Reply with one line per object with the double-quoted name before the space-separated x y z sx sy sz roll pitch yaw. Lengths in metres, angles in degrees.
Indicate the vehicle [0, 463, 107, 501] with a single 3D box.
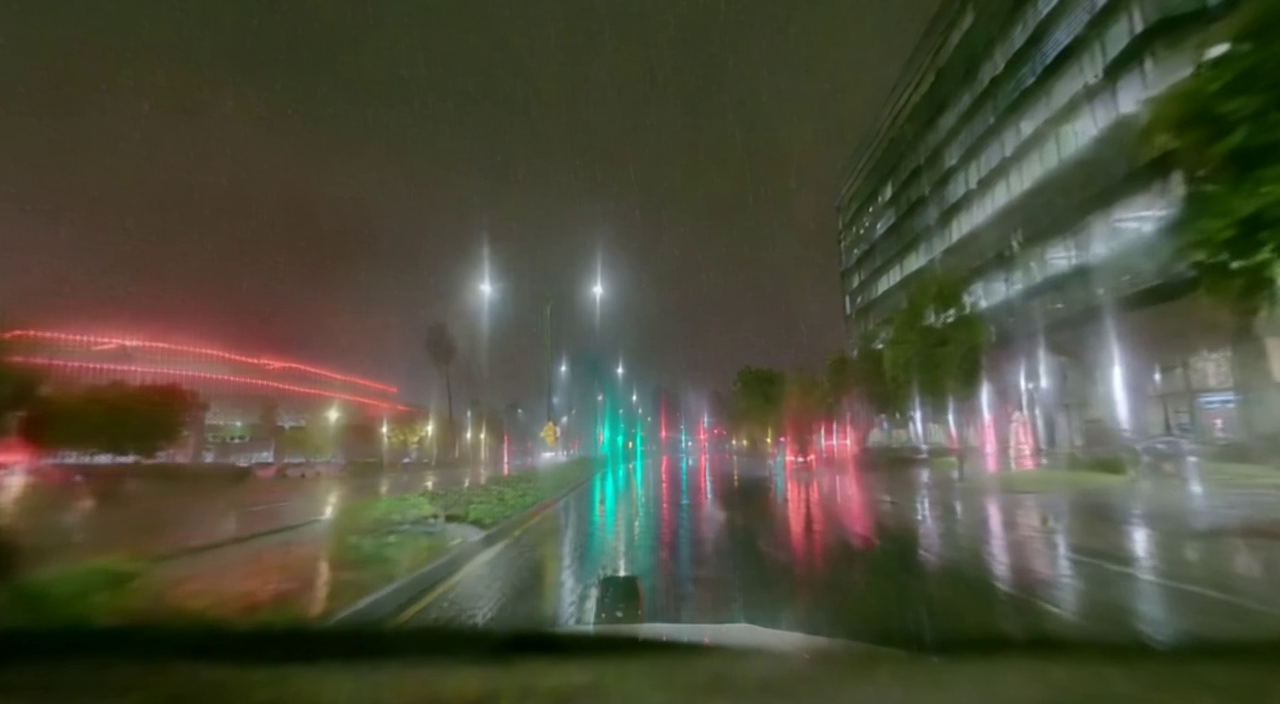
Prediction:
"vehicle" -26.790 5.774 27.958 4.410 1.430 1.897 1 -9 -23
